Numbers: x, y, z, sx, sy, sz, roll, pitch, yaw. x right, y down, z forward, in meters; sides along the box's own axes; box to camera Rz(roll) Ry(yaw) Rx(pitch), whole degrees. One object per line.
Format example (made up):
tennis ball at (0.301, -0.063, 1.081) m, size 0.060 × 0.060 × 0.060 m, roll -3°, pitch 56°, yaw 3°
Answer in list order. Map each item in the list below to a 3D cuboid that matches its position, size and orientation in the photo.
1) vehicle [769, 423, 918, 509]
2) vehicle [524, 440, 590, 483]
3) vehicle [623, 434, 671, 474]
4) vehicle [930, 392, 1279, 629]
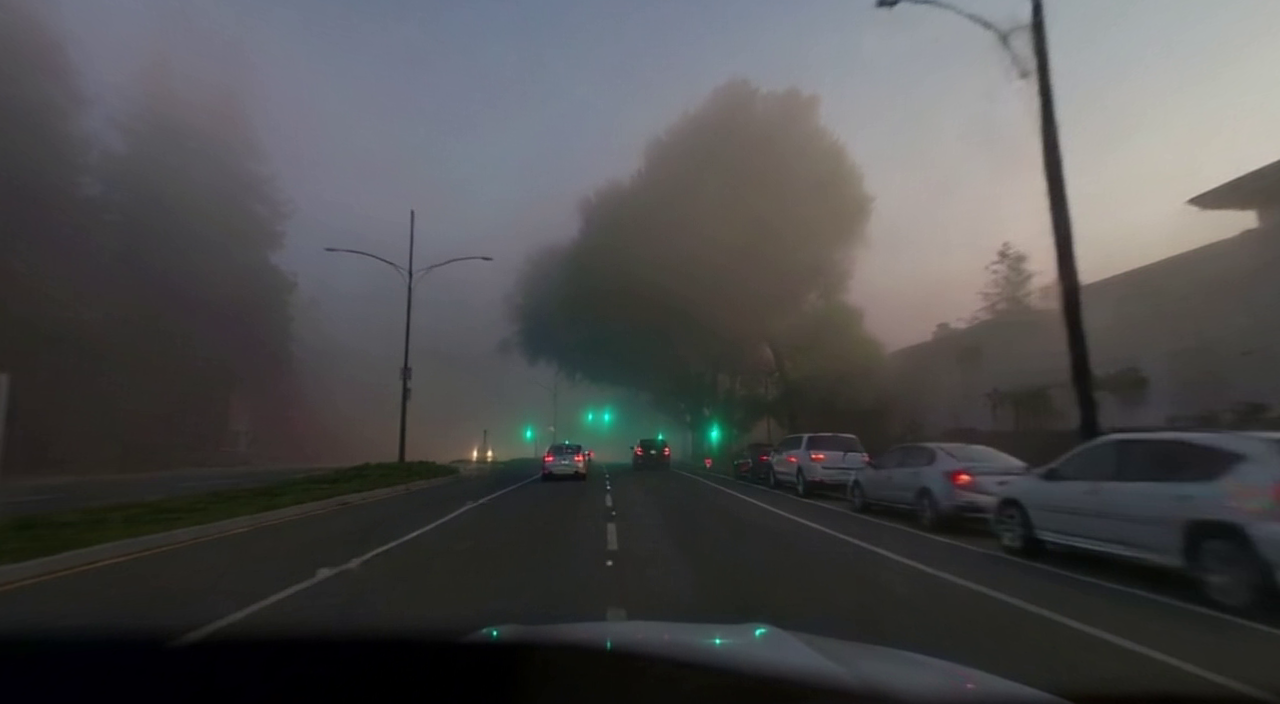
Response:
vehicle at (5.163, 2.961, 16.884) m, size 2.177 × 1.966 × 4.707 m, roll 0°, pitch -8°, yaw -3°
vehicle at (-3.023, 4.056, 23.685) m, size 2.140 × 1.474 × 4.026 m, roll 0°, pitch -8°, yaw -3°
vehicle at (0.257, 4.949, 30.817) m, size 2.073 × 1.822 × 4.276 m, roll 0°, pitch -8°, yaw -3°
vehicle at (5.814, 1.598, 7.046) m, size 2.184 × 1.786 × 5.497 m, roll 2°, pitch -9°, yaw -4°
